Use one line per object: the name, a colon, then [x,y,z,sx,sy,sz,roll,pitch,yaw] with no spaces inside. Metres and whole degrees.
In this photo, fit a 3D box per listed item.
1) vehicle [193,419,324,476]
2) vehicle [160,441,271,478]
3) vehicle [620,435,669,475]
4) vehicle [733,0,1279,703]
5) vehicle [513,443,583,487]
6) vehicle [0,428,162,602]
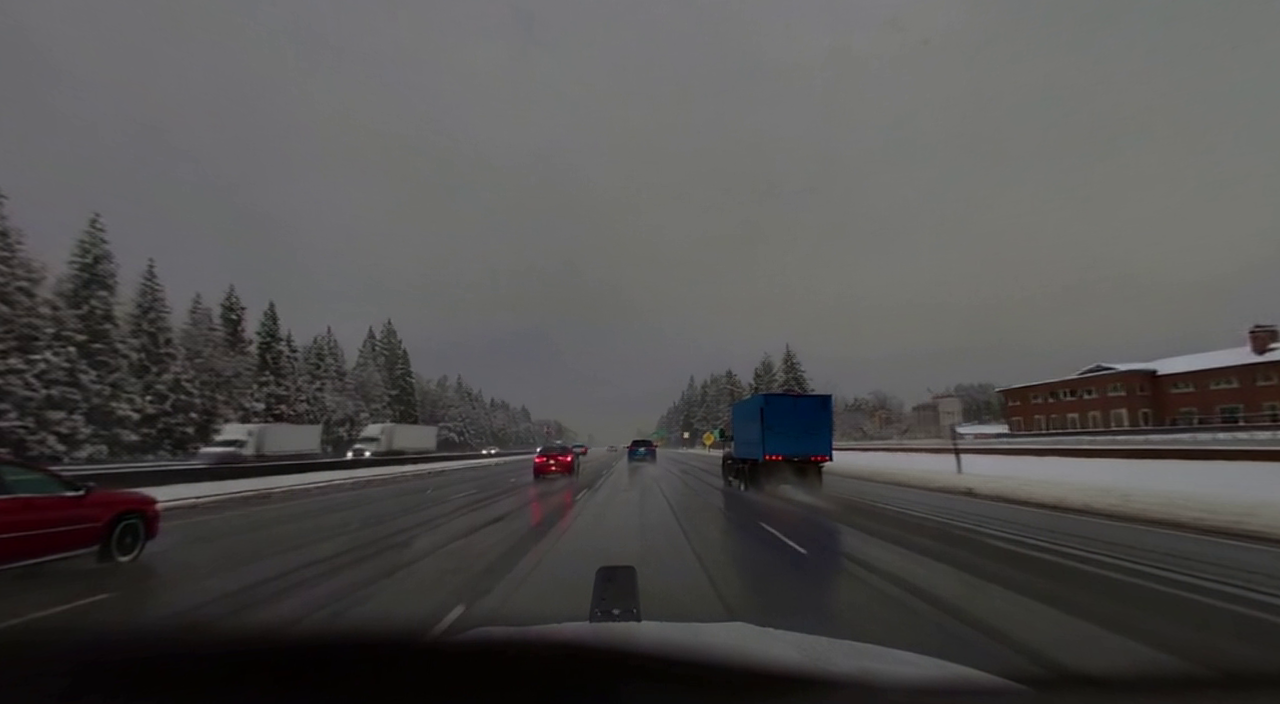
vehicle: [-23.940,6.108,40.405,3.070,3.247,8.603,0,-9,-1]
vehicle: [-20.106,5.086,30.227,2.082,1.605,4.641,0,-9,0]
vehicle: [0.184,4.994,30.857,2.203,1.805,4.358,0,-9,-1]
vehicle: [3.716,0.417,7.885,2.876,4.086,15.117,0,-9,0]
vehicle: [-3.143,3.968,22.517,1.864,1.406,4.544,0,-9,0]
vehicle: [-6.471,1.301,4.823,2.053,1.464,4.600,0,-9,0]
